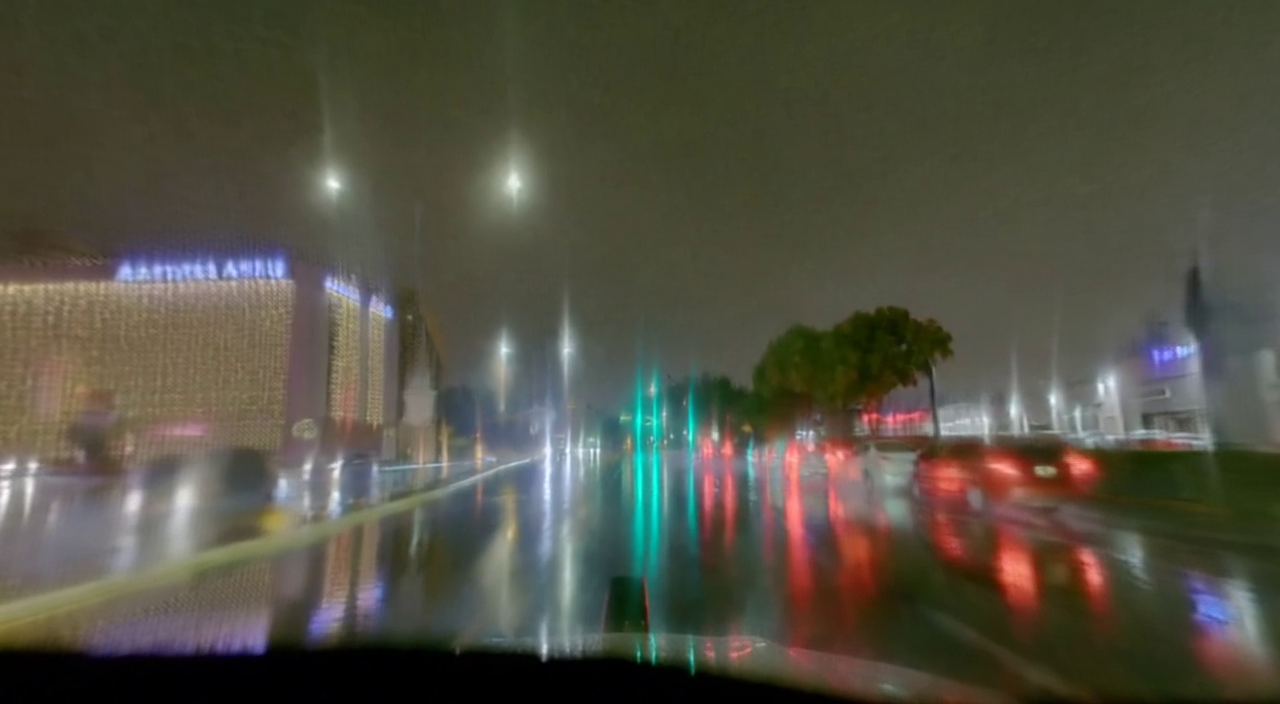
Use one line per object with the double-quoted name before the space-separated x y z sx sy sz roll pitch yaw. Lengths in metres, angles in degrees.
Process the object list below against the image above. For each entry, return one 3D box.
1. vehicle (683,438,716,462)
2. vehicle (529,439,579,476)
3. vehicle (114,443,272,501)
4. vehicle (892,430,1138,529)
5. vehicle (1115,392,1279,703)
"vehicle" 4.495 7.479 48.146 2.007 1.683 4.171 0 -8 -1
"vehicle" -3.813 4.706 28.488 1.917 1.511 4.436 0 -8 -4
"vehicle" -14.558 3.872 20.918 1.905 1.687 4.436 0 -8 1
"vehicle" 7.111 2.431 12.688 1.918 1.598 4.536 0 -8 -4
"vehicle" 3.450 0.688 0.930 1.981 1.499 4.536 0 -8 1
